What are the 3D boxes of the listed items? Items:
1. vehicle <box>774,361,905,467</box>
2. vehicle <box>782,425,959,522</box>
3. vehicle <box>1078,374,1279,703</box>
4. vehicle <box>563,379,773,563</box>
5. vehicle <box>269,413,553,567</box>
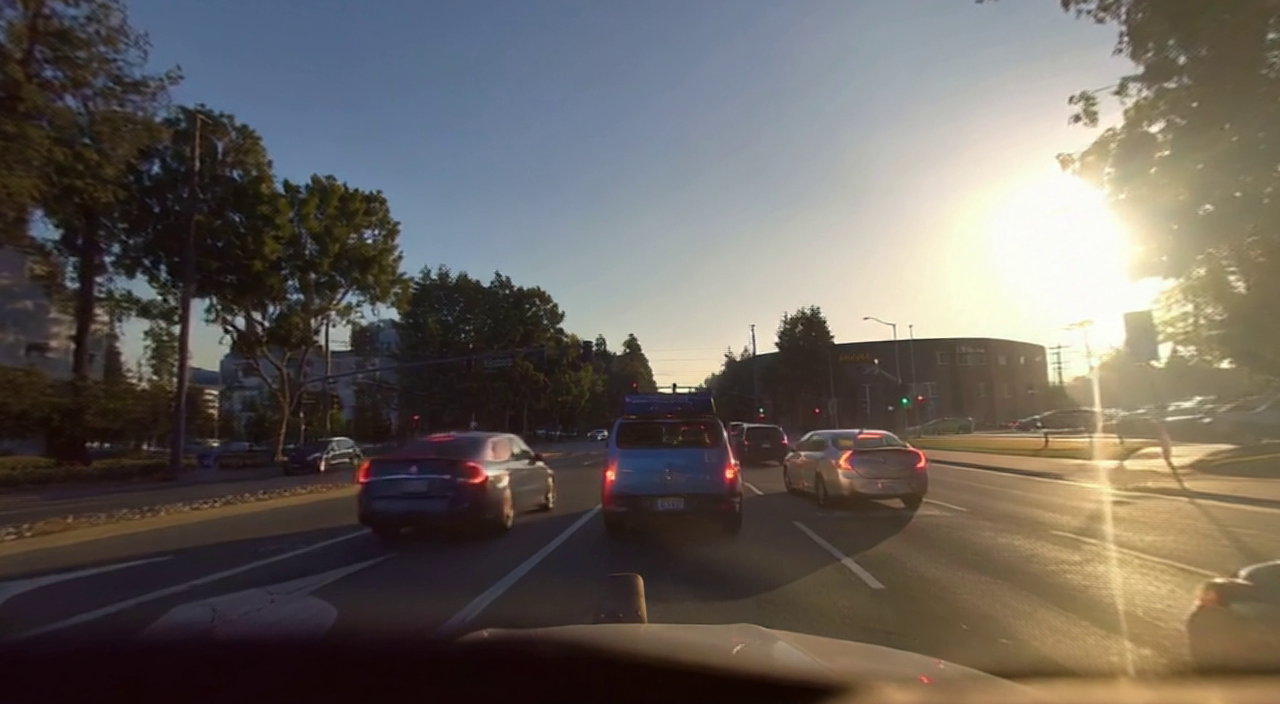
[{"bbox_3d":[8.283,2.923,27.690,2.965,3.900,9.064,0,-8,1],"label":"vehicle"},{"bbox_3d":[3.986,2.158,11.714,1.862,1.451,4.083,0,-8,2],"label":"vehicle"},{"bbox_3d":[3.288,0.662,1.072,2.109,1.500,4.585,-1,-8,6],"label":"vehicle"},{"bbox_3d":[0.433,1.560,8.884,2.188,1.892,4.488,0,-8,4],"label":"vehicle"},{"bbox_3d":[-2.593,1.678,8.415,2.010,1.515,4.152,0,-8,4],"label":"vehicle"}]
